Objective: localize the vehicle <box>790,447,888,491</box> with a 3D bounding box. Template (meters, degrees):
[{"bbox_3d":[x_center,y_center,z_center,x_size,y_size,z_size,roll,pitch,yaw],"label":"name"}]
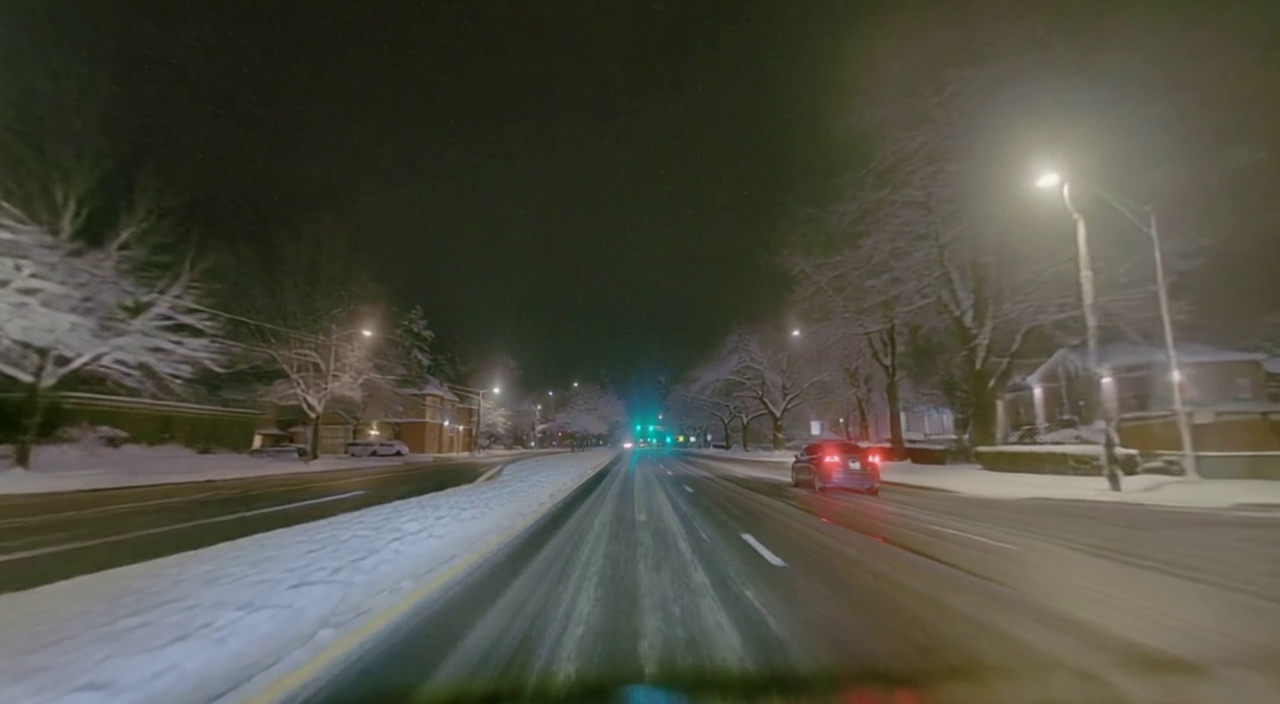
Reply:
[{"bbox_3d":[7.102,4.192,23.024,2.054,1.421,4.487,0,-8,-1],"label":"vehicle"}]
